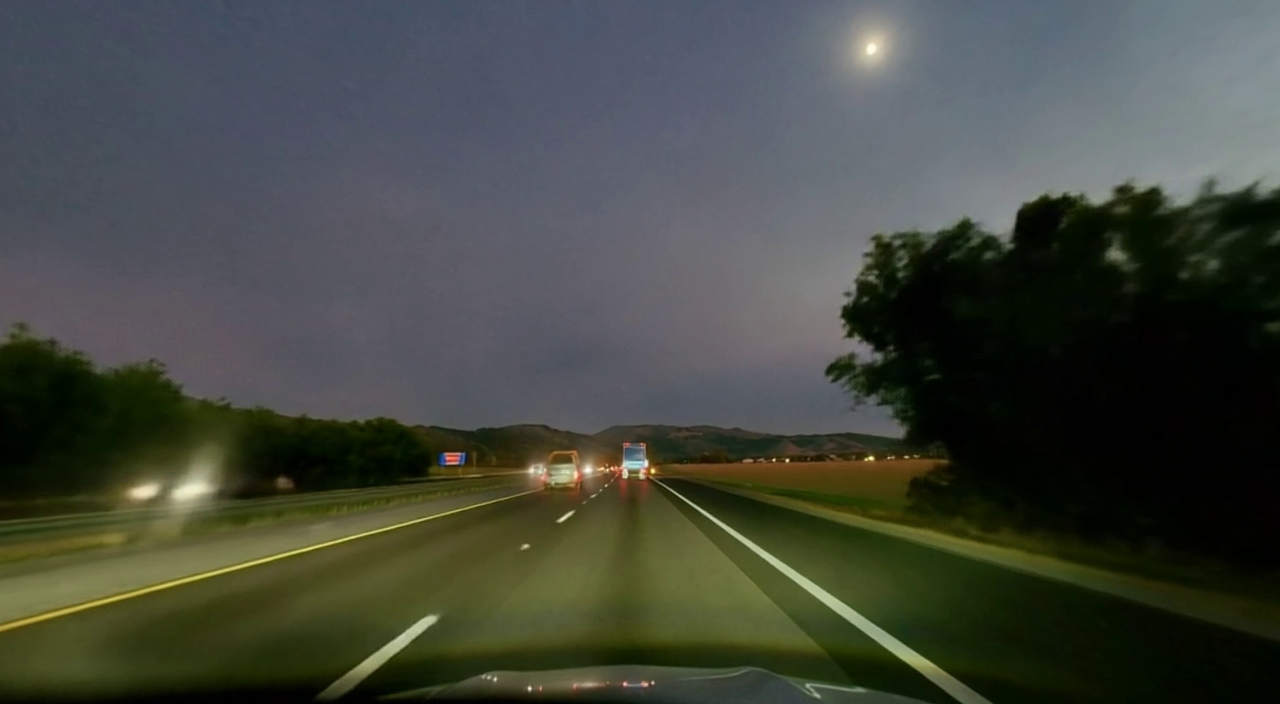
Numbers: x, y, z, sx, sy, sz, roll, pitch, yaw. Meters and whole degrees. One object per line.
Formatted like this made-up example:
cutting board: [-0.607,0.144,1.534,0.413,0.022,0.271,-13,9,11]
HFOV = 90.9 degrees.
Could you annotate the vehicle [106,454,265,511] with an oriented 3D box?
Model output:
vehicle: [-17.074,4.944,24.122,2.138,1.883,5.217,1,-10,0]

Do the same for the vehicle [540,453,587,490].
vehicle: [-4.420,7.041,37.182,2.208,1.973,4.716,1,-10,0]
